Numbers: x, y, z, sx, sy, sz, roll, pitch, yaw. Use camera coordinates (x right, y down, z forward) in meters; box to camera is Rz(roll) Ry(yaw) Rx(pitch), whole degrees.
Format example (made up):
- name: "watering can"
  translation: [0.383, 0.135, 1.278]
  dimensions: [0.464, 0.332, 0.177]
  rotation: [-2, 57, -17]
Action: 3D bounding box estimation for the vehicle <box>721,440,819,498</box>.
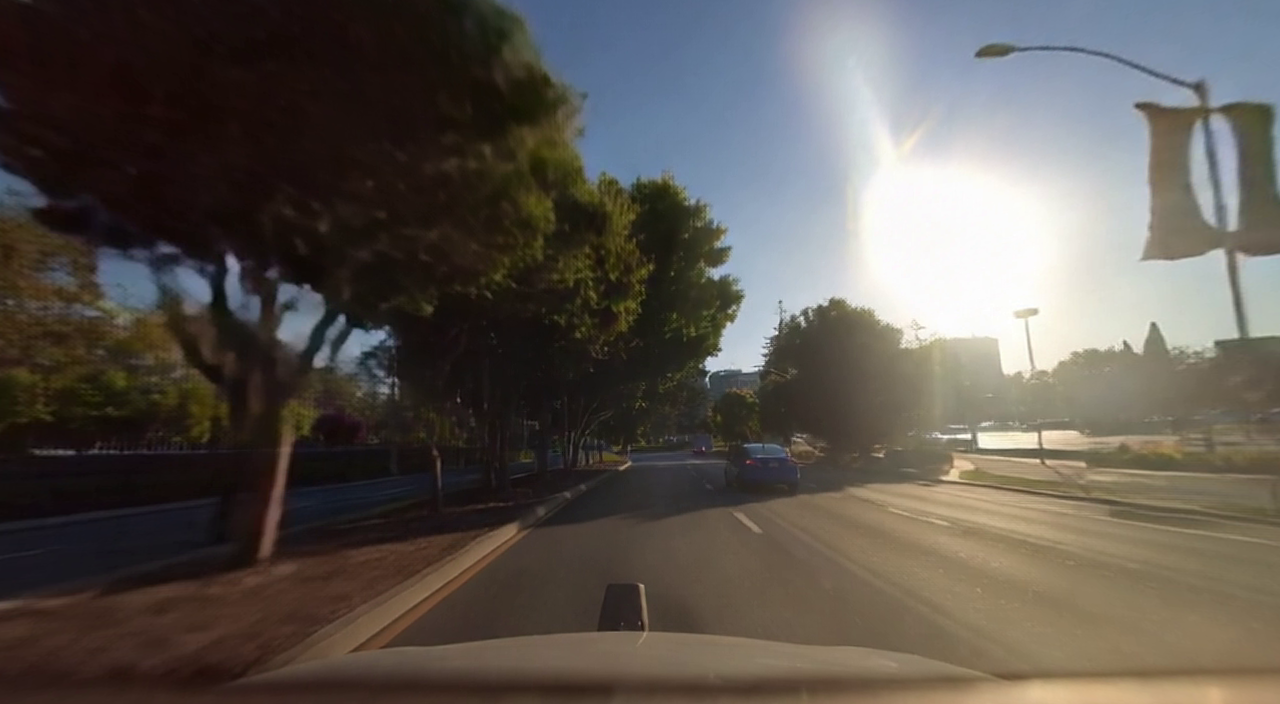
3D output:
- name: "vehicle"
  translation: [3.657, 3.365, 18.624]
  dimensions: [1.928, 1.481, 4.453]
  rotation: [0, -9, 0]
